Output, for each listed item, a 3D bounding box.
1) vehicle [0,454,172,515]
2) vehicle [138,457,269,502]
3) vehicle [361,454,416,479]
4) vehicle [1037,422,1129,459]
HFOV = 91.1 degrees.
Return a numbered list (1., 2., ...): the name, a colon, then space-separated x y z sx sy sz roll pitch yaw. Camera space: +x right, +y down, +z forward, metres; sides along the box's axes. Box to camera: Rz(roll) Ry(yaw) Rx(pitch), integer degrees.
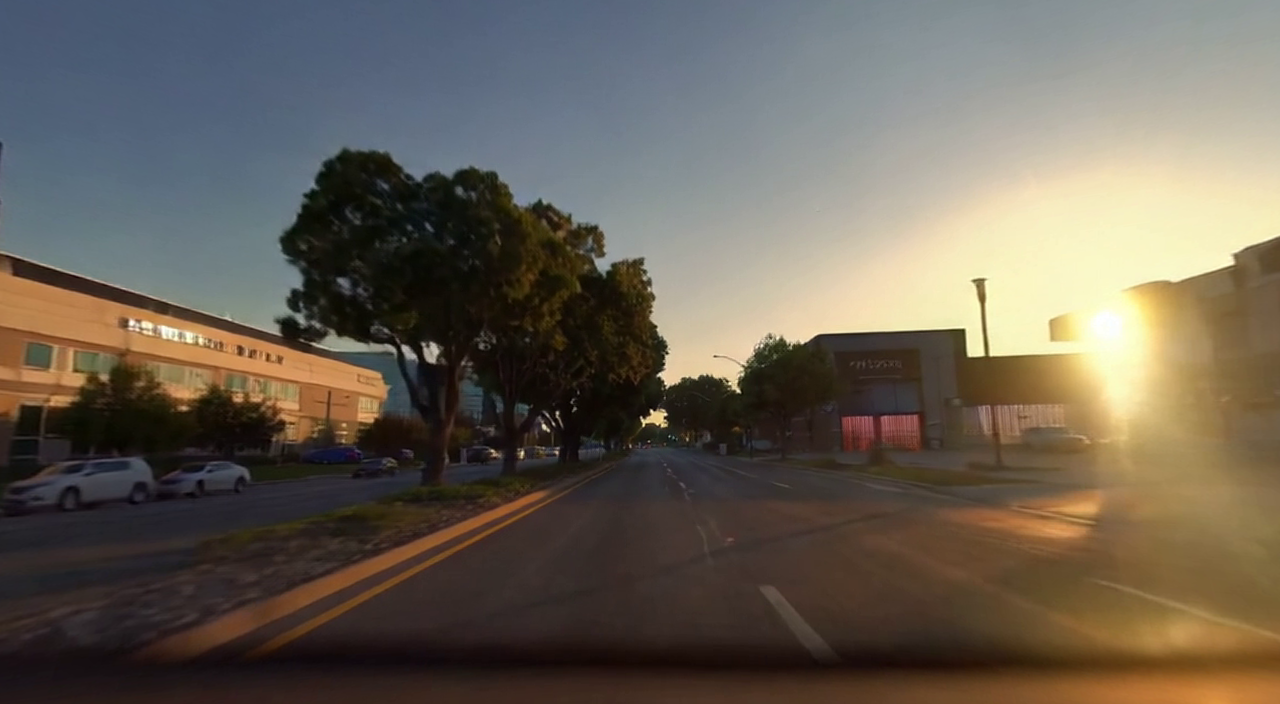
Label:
1. vehicle: -19.224 4.504 21.865 2.029 1.785 4.694 0 -9 3
2. vehicle: -18.920 5.509 27.593 1.959 1.535 5.081 -1 -7 3
3. vehicle: -18.550 8.438 46.522 2.012 1.560 4.782 -1 -7 1
4. vehicle: 32.838 6.615 46.840 2.684 2.559 5.772 0 -8 1
